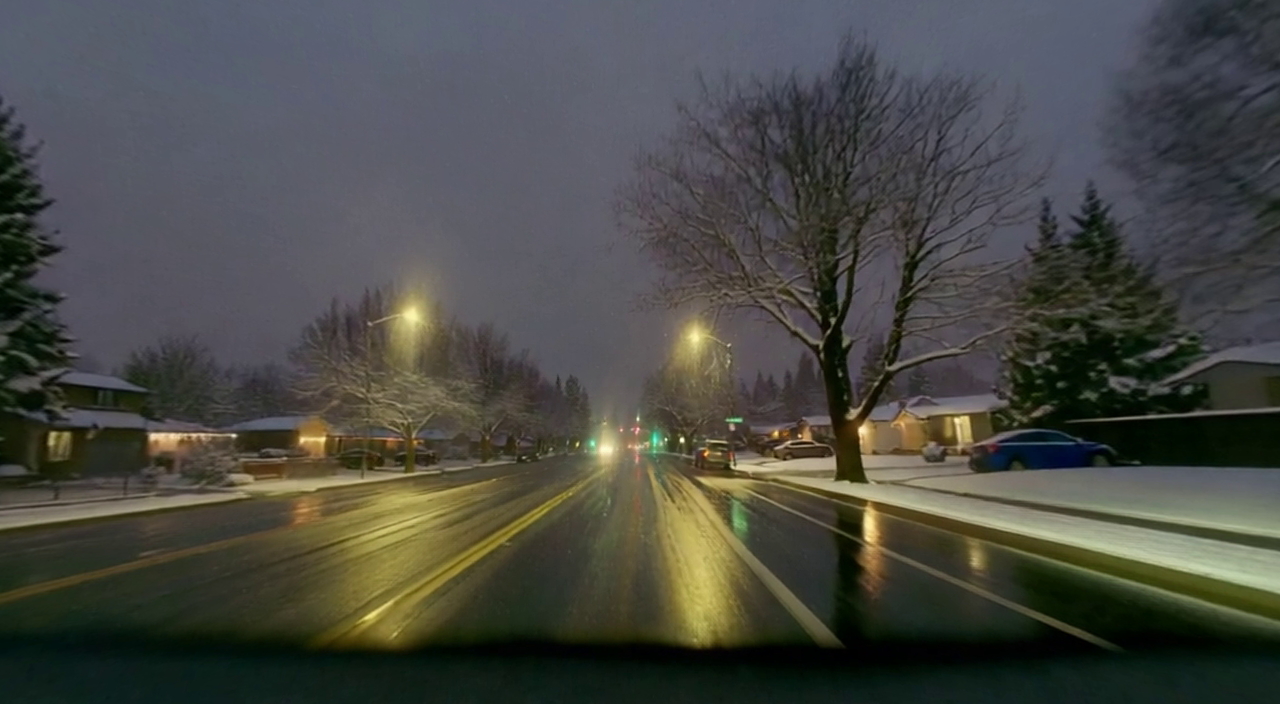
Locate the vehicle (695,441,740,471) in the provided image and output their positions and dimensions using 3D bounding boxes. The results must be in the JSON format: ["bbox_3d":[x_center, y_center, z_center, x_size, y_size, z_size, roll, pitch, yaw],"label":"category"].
[{"bbox_3d":[4.882,6.632,40.661,2.196,1.801,4.778,0,-8,-1],"label":"vehicle"}]

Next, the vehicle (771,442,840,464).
[{"bbox_3d":[12.106,7.428,46.437,4.577,1.490,1.903,0,-7,0],"label":"vehicle"}]

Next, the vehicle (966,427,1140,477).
[{"bbox_3d":[13.940,3.386,21.517,4.570,1.502,1.877,-1,-7,-1],"label":"vehicle"}]

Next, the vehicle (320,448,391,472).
[{"bbox_3d":[-21.067,8.000,46.907,4.272,1.688,1.990,0,-8,-2],"label":"vehicle"}]
